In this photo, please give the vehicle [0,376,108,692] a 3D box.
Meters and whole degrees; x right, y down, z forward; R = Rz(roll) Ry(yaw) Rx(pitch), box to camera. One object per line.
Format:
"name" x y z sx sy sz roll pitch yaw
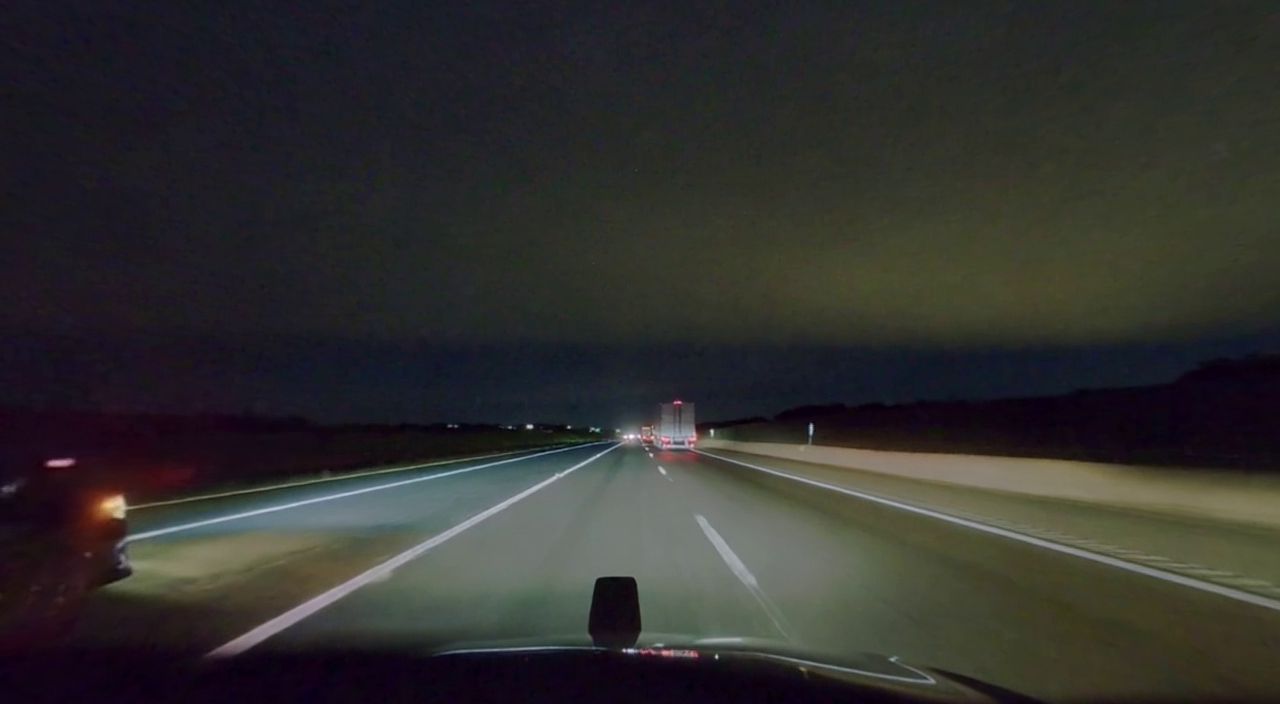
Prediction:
"vehicle" -4.287 0.725 1.705 2.044 1.604 4.144 0 -8 -1
